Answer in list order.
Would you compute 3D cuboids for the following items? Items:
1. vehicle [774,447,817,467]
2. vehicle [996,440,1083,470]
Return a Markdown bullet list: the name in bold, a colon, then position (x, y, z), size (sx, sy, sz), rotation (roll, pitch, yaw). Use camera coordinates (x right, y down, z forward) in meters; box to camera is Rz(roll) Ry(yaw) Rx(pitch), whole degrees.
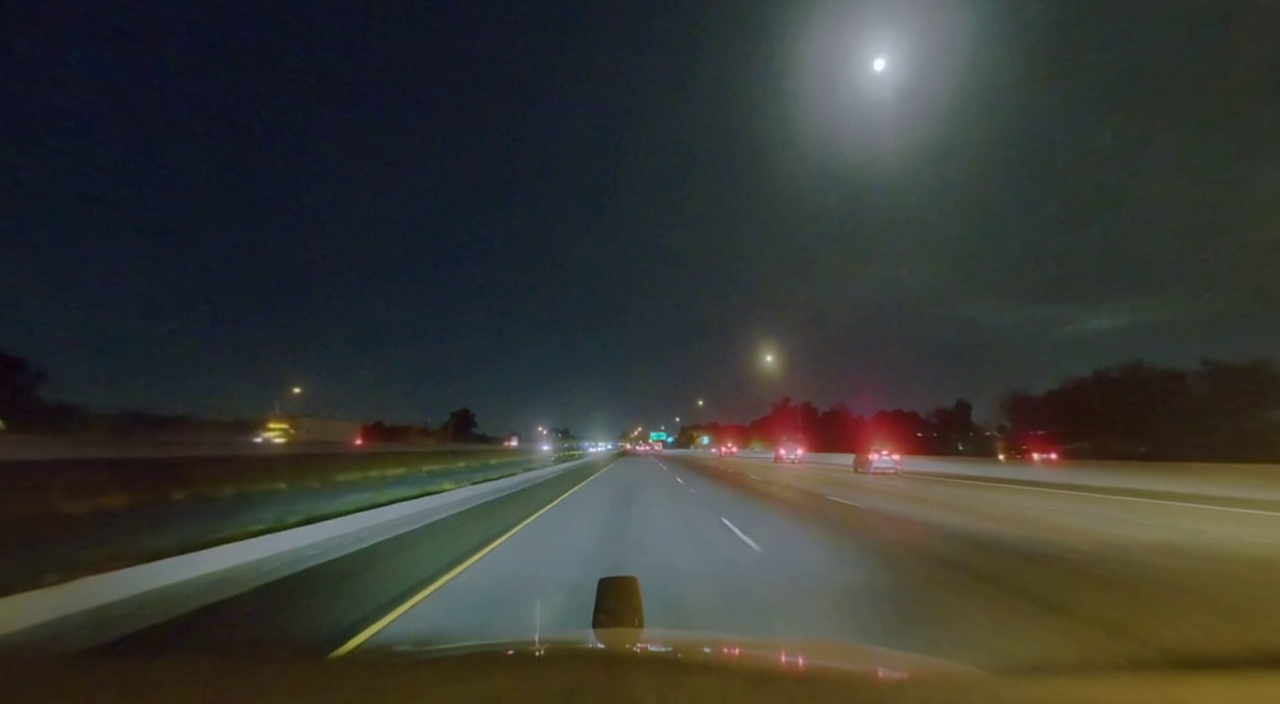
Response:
- **vehicle**: position (12.126, 8.174, 49.341), size (2.017, 1.478, 4.364), rotation (0, -8, -3)
- **vehicle**: position (26.388, 6.819, 41.855), size (2.074, 1.881, 5.056), rotation (1, -8, -5)
